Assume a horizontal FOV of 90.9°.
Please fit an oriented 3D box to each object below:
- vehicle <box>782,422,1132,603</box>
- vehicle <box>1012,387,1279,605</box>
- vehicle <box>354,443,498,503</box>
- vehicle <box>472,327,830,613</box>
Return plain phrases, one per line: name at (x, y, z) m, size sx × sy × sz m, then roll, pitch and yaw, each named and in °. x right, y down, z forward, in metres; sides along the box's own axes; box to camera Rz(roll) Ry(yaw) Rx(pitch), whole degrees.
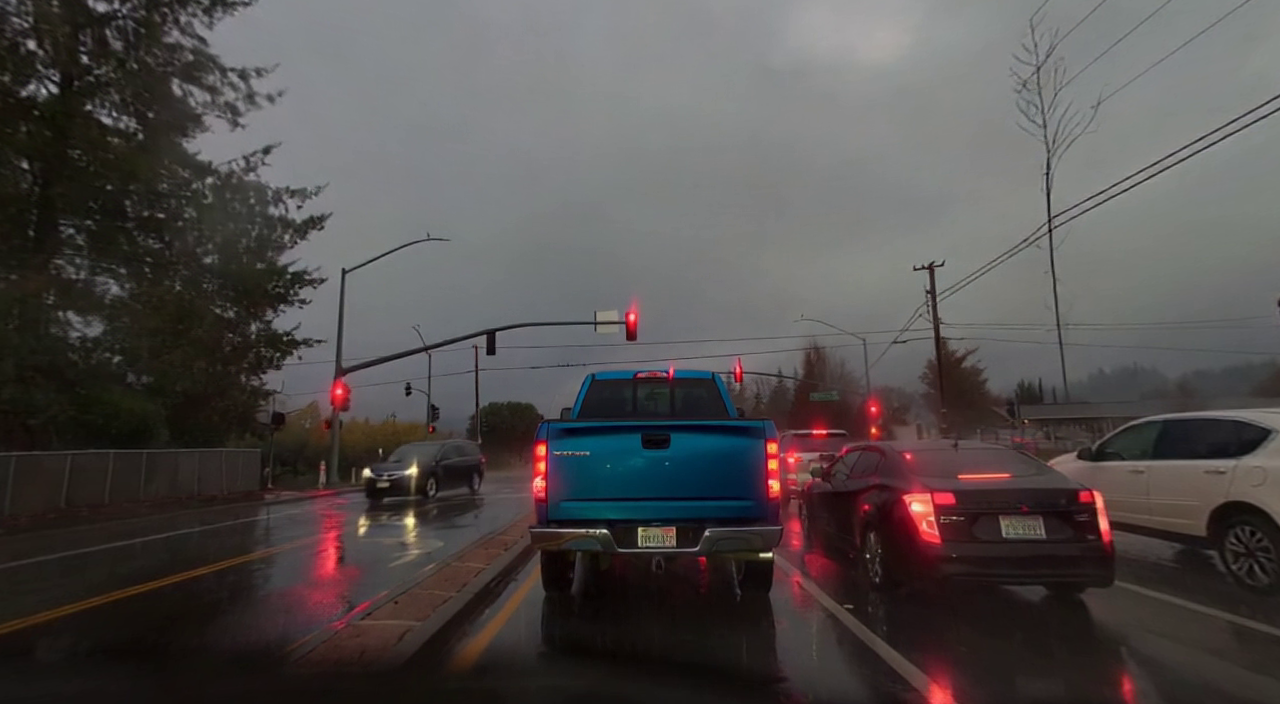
vehicle at (3.112, 1.644, 7.361) m, size 1.993 × 1.495 × 4.060 m, roll 0°, pitch -8°, yaw 1°
vehicle at (6.149, 1.368, 6.475) m, size 1.982 × 1.727 × 4.352 m, roll 0°, pitch -8°, yaw 1°
vehicle at (-6.815, 3.875, 20.765) m, size 2.369 × 1.690 × 4.529 m, roll -2°, pitch -9°, yaw 14°
vehicle at (0.130, 1.373, 8.184) m, size 2.831 × 2.284 × 6.149 m, roll 0°, pitch -8°, yaw 1°
